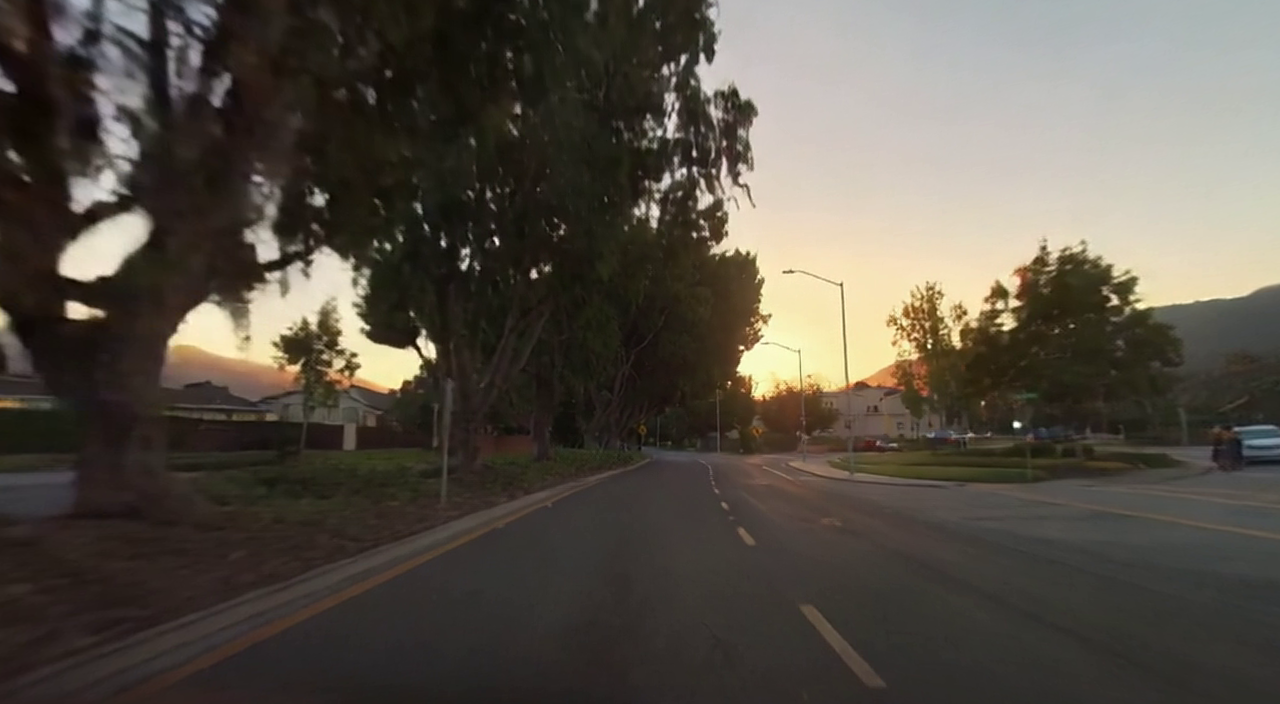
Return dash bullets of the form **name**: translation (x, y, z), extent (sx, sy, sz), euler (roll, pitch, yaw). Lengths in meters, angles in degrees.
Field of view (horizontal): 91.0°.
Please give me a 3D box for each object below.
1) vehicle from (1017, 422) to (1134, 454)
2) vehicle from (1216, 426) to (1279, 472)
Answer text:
- **vehicle**: translation (32.842, 6.589, 47.740), extent (2.569, 2.236, 6.684), euler (6, -11, -35)
- **vehicle**: translation (22.716, 3.522, 22.837), extent (4.456, 1.489, 1.963), euler (8, -11, -40)
